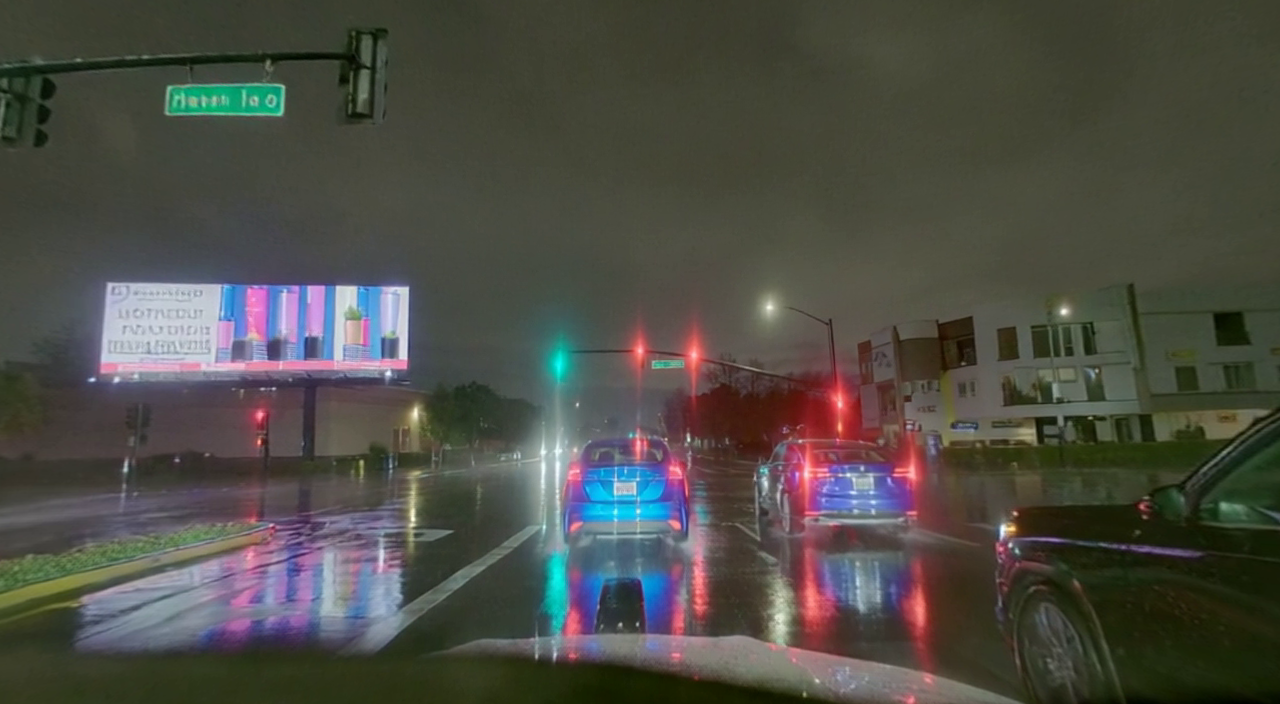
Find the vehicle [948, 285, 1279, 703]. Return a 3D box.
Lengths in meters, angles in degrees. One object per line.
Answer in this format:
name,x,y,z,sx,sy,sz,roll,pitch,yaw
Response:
vehicle,2.997,0.667,1.774,2.047,1.785,4.357,0,-8,0

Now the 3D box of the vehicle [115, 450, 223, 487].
vehicle,-27.511,6.796,37.170,2.300,1.932,5.056,-1,-9,2

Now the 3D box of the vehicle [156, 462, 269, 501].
vehicle,-19.100,5.789,28.521,1.942,1.453,4.448,0,-8,0

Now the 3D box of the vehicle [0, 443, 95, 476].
vehicle,-35.704,6.335,37.388,2.145,1.797,5.198,-1,-8,1

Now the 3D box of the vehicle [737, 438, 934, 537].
vehicle,3.198,2.304,11.460,2.009,1.414,4.416,0,-8,-2

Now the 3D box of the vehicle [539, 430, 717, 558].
vehicle,-0.159,1.974,9.485,2.095,1.502,3.873,0,-8,0

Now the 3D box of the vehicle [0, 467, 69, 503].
vehicle,-28.024,6.104,29.262,1.972,1.433,4.324,8,-12,-39
